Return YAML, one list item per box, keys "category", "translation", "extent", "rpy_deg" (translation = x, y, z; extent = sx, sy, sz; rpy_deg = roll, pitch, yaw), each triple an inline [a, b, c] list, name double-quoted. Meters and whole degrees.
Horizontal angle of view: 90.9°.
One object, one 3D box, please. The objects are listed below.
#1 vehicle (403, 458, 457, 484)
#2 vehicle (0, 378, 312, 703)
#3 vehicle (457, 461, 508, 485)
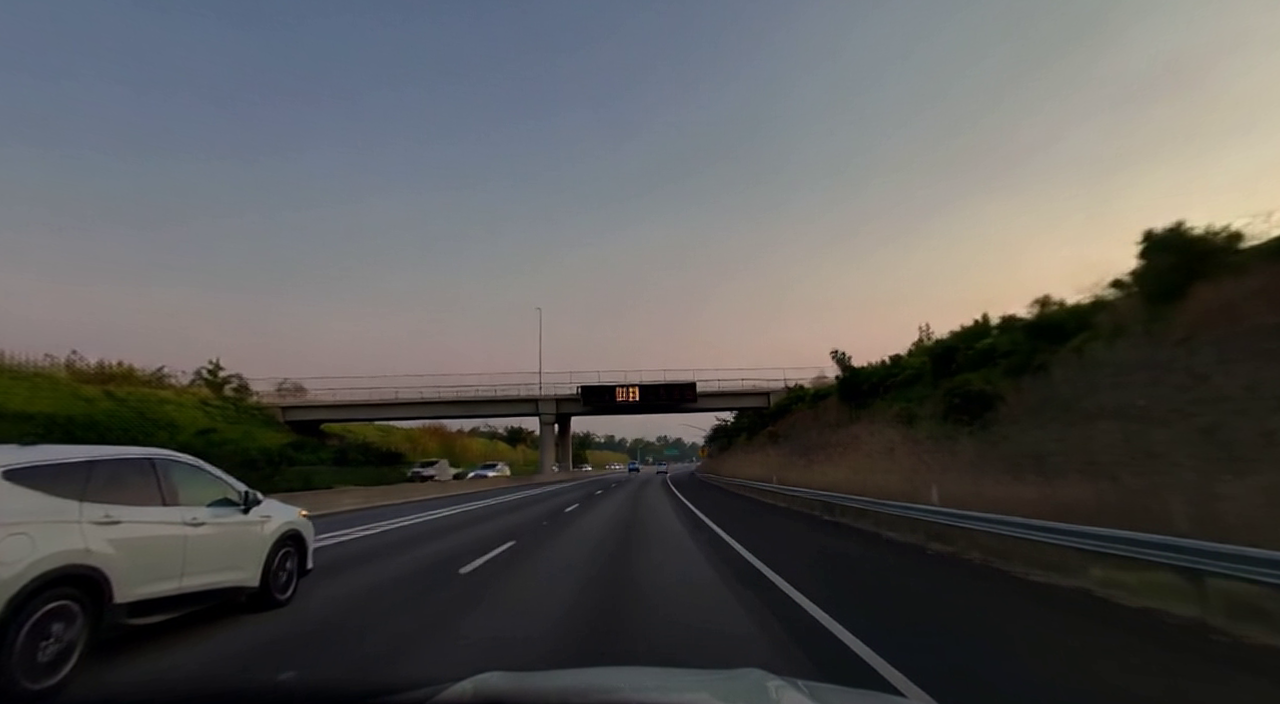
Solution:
- category: "vehicle"
  translation: [-15.086, 8.587, 45.546]
  extent: [2.022, 1.687, 4.737]
  rpy_deg: [1, -11, 3]
- category: "vehicle"
  translation: [-4.125, 1.040, 3.393]
  extent: [2.141, 1.697, 4.641]
  rpy_deg: [1, -11, 0]
- category: "vehicle"
  translation: [-10.397, 8.041, 41.843]
  extent: [2.082, 1.462, 4.201]
  rpy_deg: [1, -11, 3]
